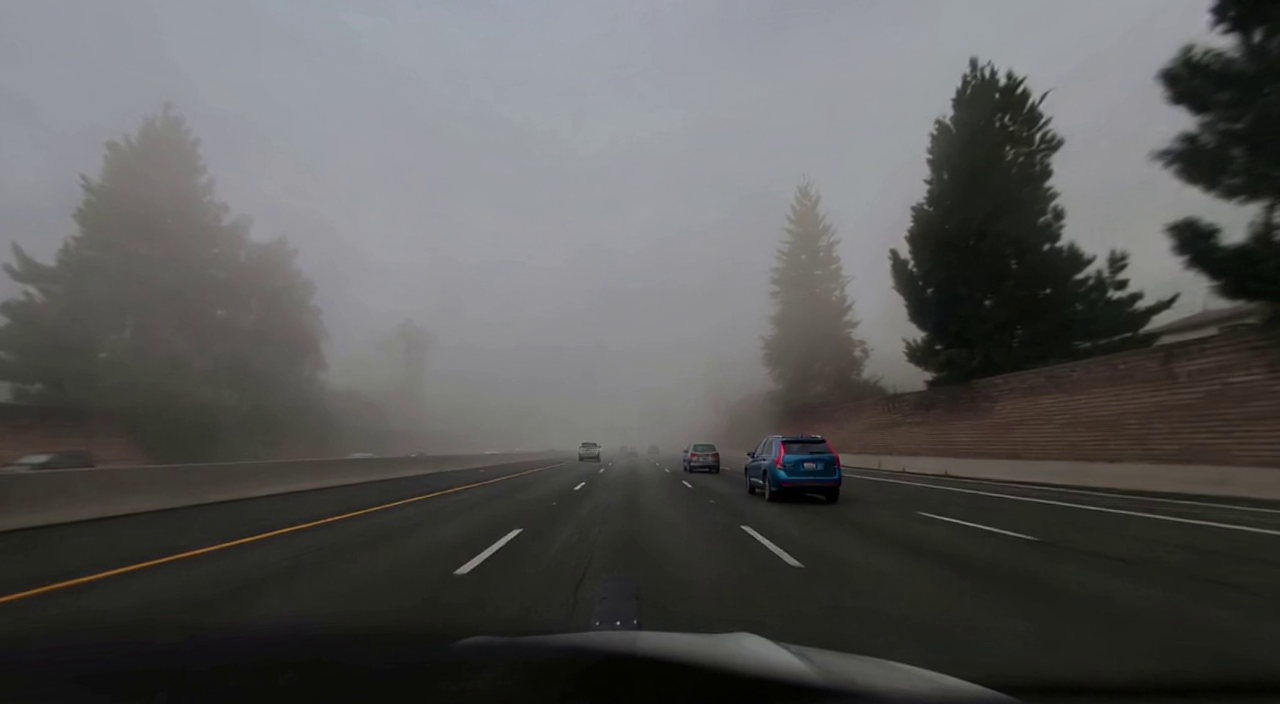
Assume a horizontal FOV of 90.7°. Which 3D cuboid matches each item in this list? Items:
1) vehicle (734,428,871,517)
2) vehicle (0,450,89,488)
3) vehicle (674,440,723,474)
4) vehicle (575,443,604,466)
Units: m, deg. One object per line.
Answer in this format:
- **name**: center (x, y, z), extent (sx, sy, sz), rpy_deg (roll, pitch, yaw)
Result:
- **vehicle**: center (3.443, 2.637, 14.345), extent (1.910, 1.696, 4.187), rpy_deg (0, -8, -1)
- **vehicle**: center (-31.568, 5.962, 32.513), extent (1.992, 1.770, 4.905), rpy_deg (0, -9, 2)
- **vehicle**: center (3.053, 5.579, 33.784), extent (2.045, 1.688, 4.313), rpy_deg (0, -9, -2)
- **vehicle**: center (-3.783, 7.774, 48.066), extent (1.858, 1.632, 4.138), rpy_deg (0, -9, 0)
